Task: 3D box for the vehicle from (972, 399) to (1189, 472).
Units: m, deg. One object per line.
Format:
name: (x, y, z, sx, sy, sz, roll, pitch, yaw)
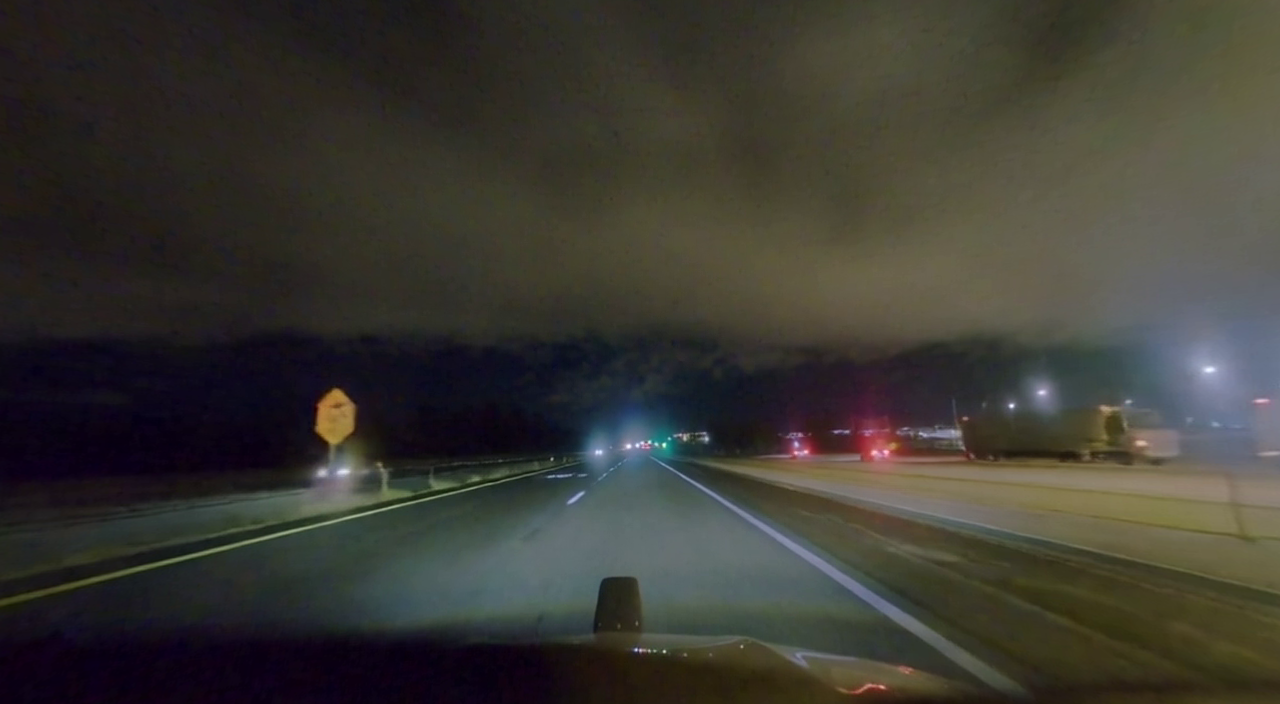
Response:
vehicle: (28.589, 5.786, 42.640, 2.939, 4.075, 14.109, 1, -9, -8)
